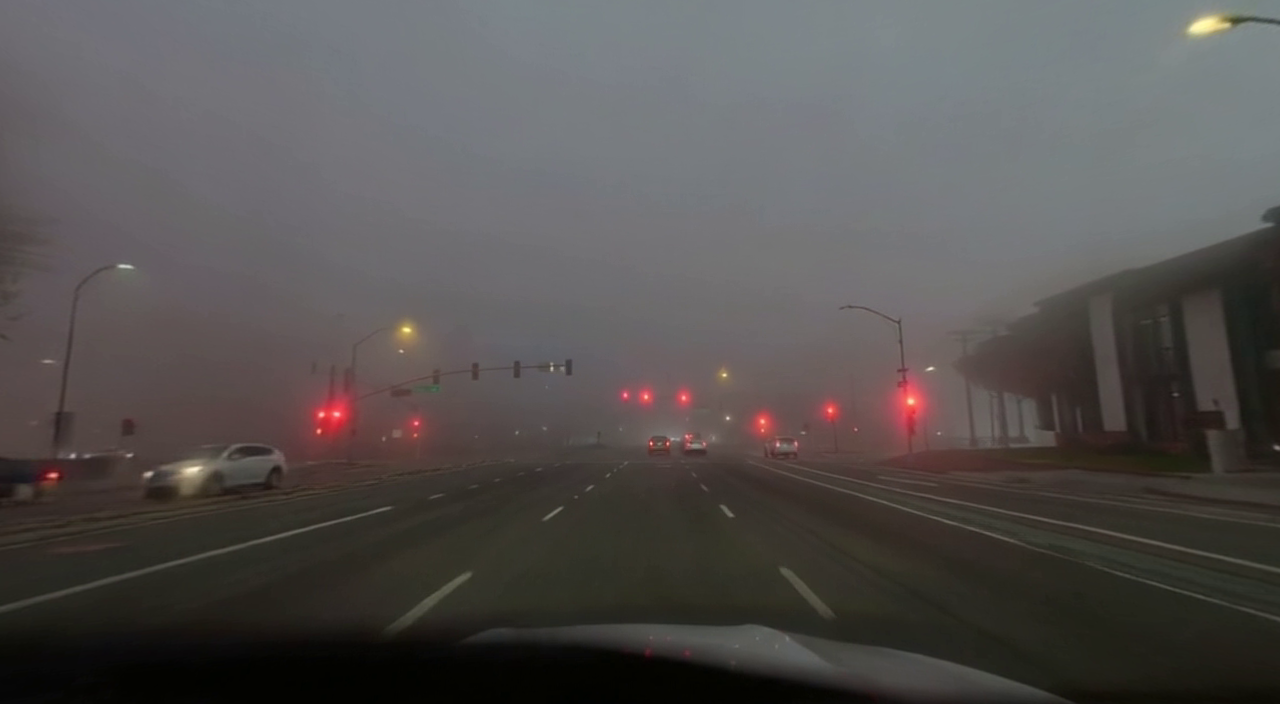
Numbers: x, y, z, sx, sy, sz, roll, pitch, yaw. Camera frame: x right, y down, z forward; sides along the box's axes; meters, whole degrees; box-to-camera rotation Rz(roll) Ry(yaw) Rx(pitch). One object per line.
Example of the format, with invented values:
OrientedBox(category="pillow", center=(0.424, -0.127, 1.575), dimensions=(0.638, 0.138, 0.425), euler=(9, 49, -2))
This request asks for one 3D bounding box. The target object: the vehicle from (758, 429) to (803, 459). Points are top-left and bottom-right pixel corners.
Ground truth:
OrientedBox(category="vehicle", center=(9.545, 6.289, 43.183), dimensions=(2.132, 1.892, 4.851), euler=(-1, -8, 3))

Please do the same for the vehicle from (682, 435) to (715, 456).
OrientedBox(category="vehicle", center=(4.204, 6.785, 45.675), dimensions=(1.994, 1.436, 4.169), euler=(0, -8, 0))

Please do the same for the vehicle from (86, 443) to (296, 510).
OrientedBox(category="vehicle", center=(-11.229, 3.115, 16.324), dimensions=(1.943, 1.463, 4.707), euler=(0, -8, 1))

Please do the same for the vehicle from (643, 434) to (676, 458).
OrientedBox(category="vehicle", center=(1.328, 6.375, 42.822), dimensions=(2.099, 1.516, 4.681), euler=(0, -8, 2))
